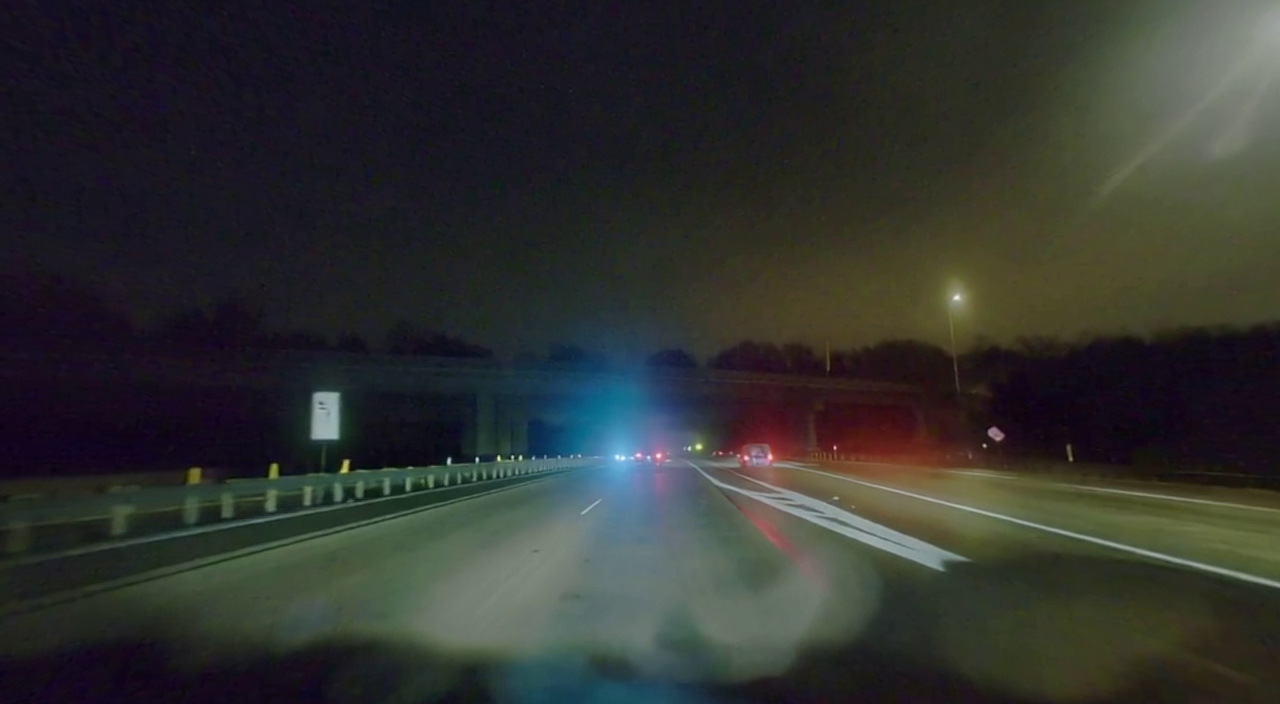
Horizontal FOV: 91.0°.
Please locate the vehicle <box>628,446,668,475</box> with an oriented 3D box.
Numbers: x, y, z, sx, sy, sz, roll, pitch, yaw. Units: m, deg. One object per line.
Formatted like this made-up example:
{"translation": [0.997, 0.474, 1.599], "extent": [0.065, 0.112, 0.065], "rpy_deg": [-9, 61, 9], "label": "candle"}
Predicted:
{"translation": [0.438, 5.949, 34.812], "extent": [2.028, 1.440, 3.970], "rpy_deg": [-1, -8, 1], "label": "vehicle"}
